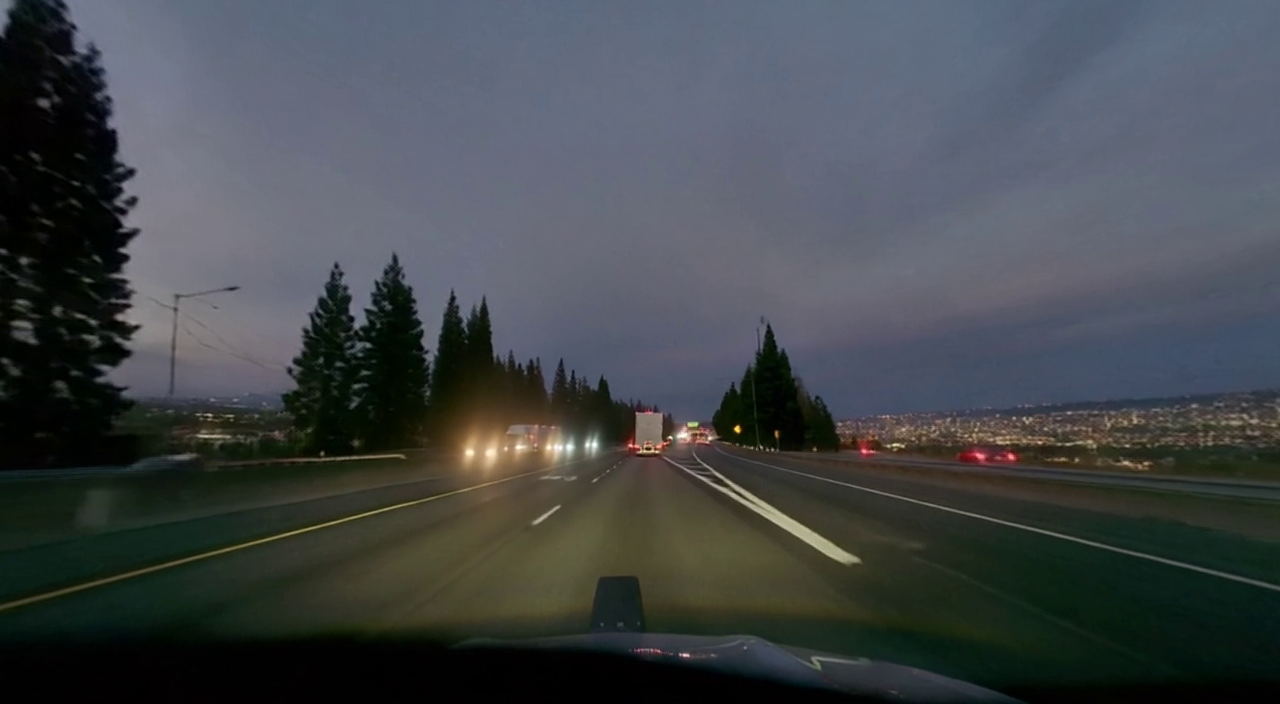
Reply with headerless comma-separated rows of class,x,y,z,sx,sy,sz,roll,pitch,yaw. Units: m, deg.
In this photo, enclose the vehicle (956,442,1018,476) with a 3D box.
vehicle,25.180,7.697,45.702,2.607,2.287,4.629,-9,-12,43
